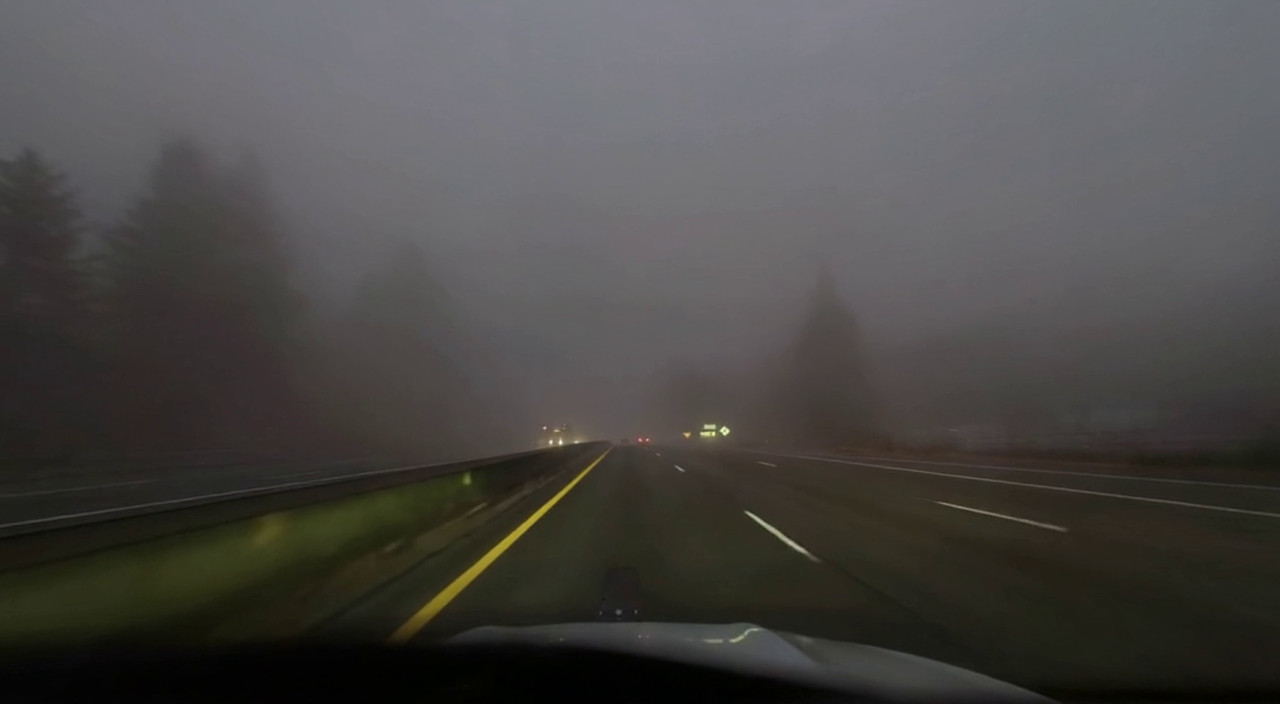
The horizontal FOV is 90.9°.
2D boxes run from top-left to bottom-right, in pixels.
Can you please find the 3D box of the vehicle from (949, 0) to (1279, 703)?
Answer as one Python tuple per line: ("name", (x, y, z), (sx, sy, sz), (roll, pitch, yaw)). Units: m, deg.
("vehicle", (3.583, -0.395, 1.011), (3.004, 3.894, 5.738), (0, -8, -1))
